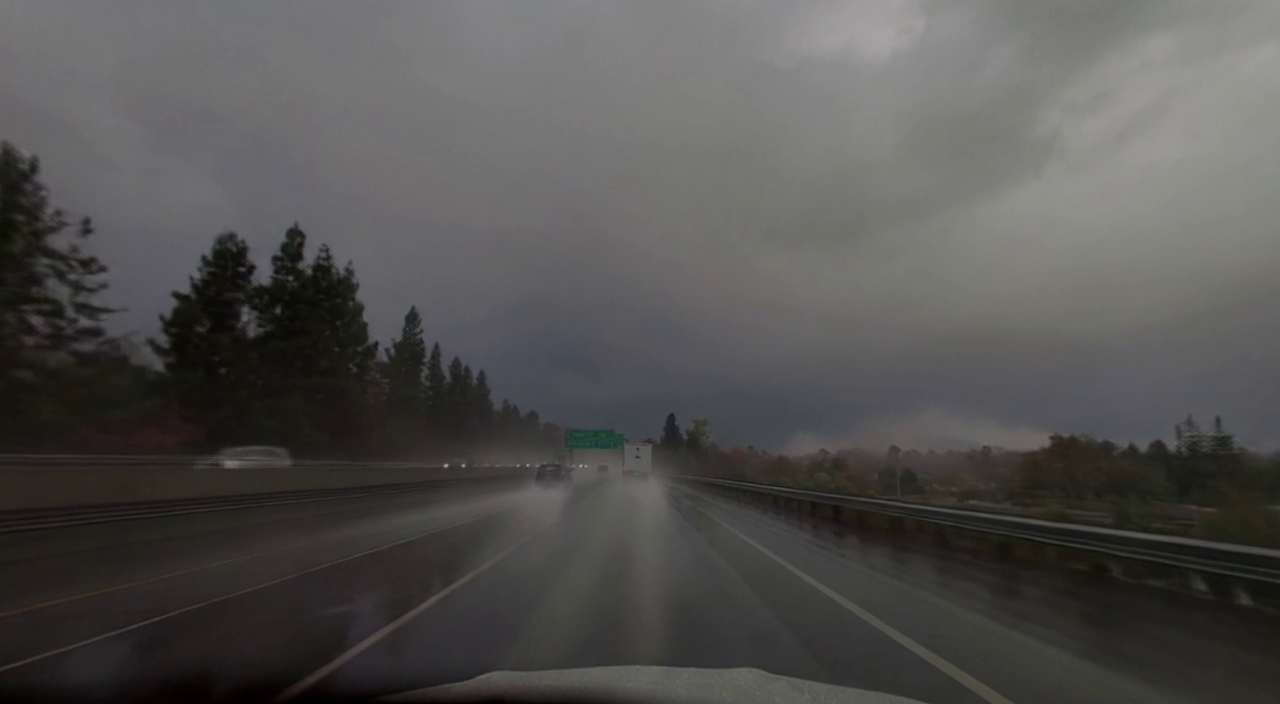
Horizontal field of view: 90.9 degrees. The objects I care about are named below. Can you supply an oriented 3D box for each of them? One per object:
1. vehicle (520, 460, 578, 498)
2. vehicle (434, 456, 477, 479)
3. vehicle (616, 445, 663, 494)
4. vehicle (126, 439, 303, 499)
[{"bbox_3d":[-4.137,5.857,29.244,2.100,1.605,3.883,1,-10,0],"label":"vehicle"},{"bbox_3d":[-13.369,8.407,45.857,1.909,1.531,4.122,1,-11,0],"label":"vehicle"},{"bbox_3d":[-0.104,6.828,36.618,2.482,2.549,5.447,1,-11,-2],"label":"vehicle"},{"bbox_3d":[-12.373,3.487,18.804,1.918,1.510,4.728,1,-11,0],"label":"vehicle"}]
